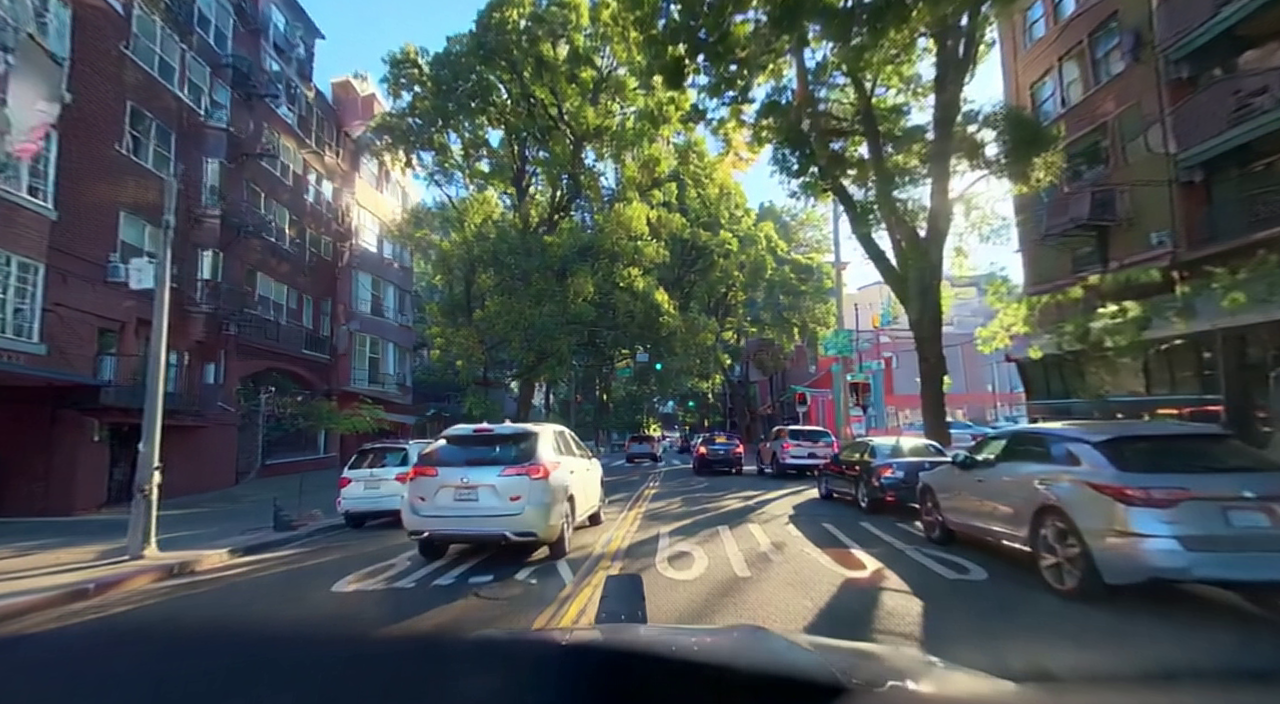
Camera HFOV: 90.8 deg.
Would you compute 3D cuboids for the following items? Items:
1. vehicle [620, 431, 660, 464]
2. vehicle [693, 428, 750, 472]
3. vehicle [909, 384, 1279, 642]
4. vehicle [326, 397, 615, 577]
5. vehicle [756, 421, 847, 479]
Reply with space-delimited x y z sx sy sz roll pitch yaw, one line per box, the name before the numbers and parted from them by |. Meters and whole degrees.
vehicle | 0.060 5.466 36.227 1.979 1.723 3.849 -1 -8 4
vehicle | 3.354 4.027 26.011 2.111 1.619 4.077 -2 -8 8
vehicle | 4.451 1.313 6.137 1.883 1.601 4.305 -1 -8 2
vehicle | -1.899 1.790 9.253 2.333 1.832 5.200 -1 -8 6
vehicle | 5.664 3.545 22.939 2.093 1.815 5.441 -1 -8 3
